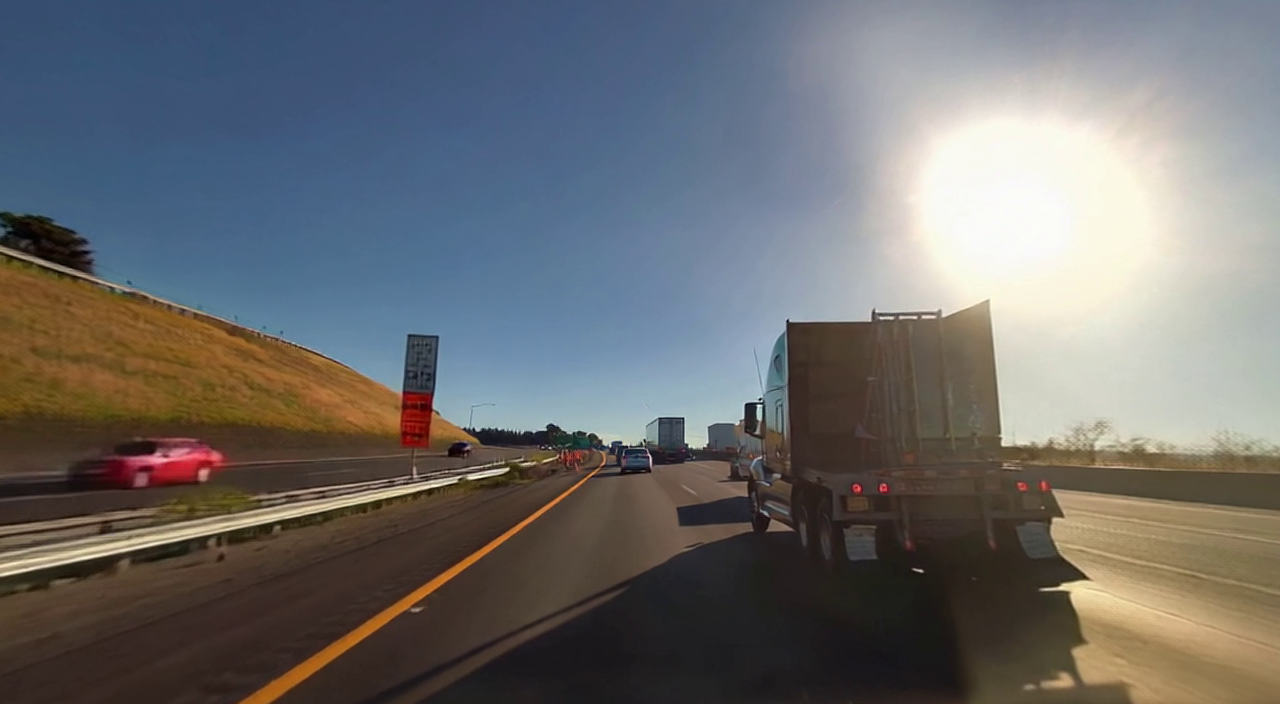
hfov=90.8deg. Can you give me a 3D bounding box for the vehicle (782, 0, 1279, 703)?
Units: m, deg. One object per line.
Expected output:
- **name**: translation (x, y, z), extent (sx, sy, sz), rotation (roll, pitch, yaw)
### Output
- **vehicle**: translation (3.611, -0.227, 2.662), extent (2.874, 4.065, 14.243), rotation (0, -9, 1)

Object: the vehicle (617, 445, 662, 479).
- **vehicle**: translation (-0.051, 4.993, 28.828), extent (1.927, 1.437, 3.794), rotation (0, -9, -1)
